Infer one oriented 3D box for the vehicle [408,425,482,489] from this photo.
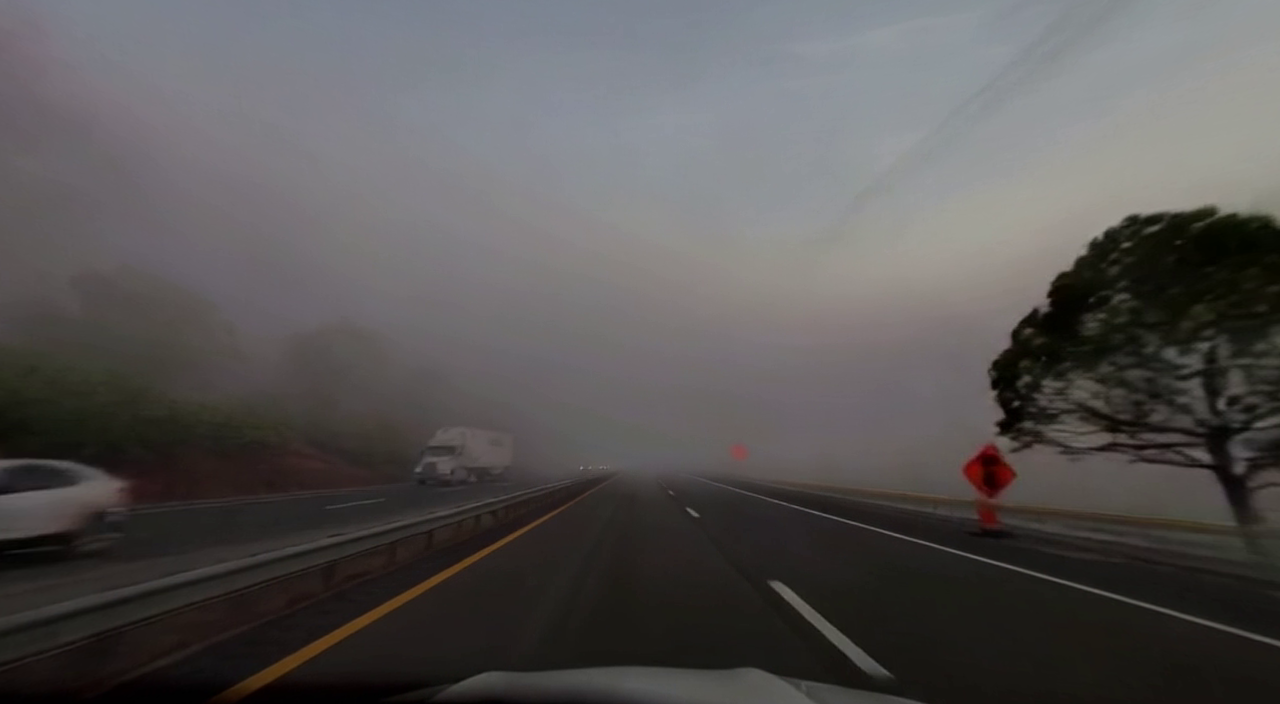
[{"bbox_3d":[-13.126,7.188,43.096,2.963,3.991,5.854,1,-10,1],"label":"vehicle"}]
